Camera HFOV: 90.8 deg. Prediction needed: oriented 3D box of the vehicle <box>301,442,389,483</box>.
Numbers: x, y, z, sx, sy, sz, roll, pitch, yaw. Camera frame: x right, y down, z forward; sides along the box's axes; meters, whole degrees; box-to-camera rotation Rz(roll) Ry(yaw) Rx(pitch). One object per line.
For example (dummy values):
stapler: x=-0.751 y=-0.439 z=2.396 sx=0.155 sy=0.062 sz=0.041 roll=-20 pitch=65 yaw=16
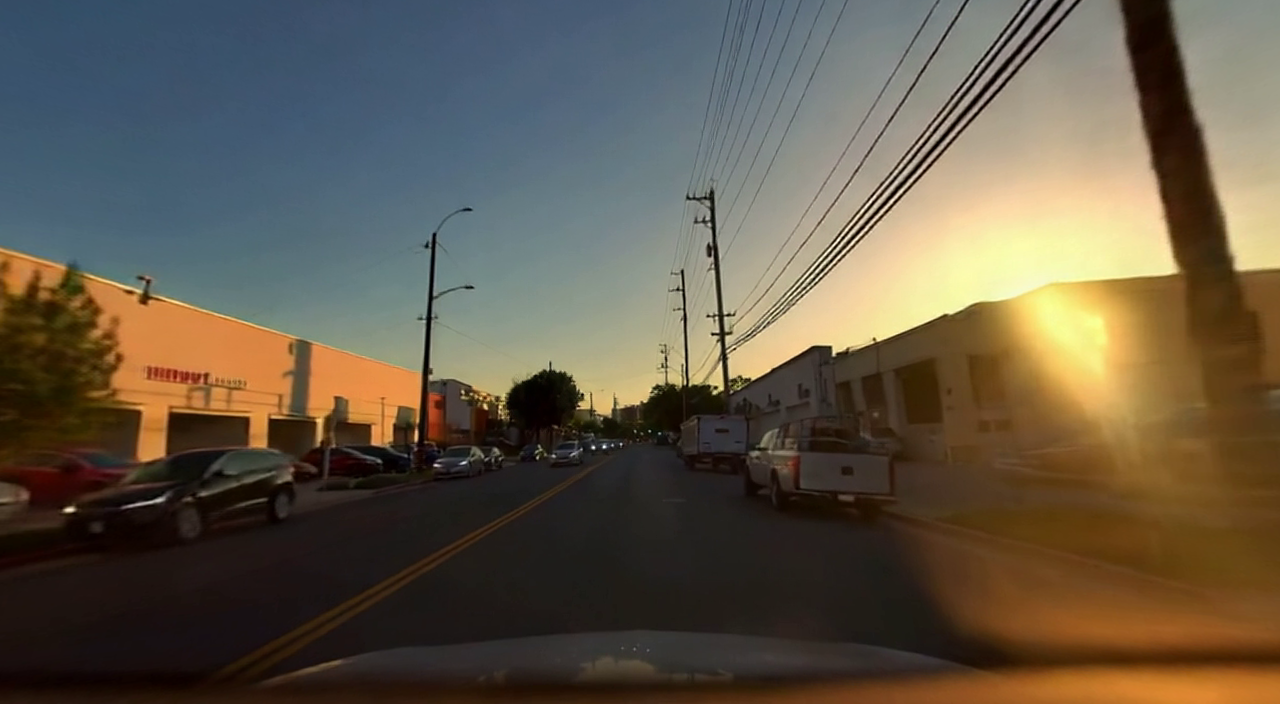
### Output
vehicle: x=-14.550 y=5.461 z=31.490 sx=2.001 sy=1.838 sz=4.855 roll=0 pitch=-9 yaw=0

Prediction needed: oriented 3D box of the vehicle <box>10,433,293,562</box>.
vehicle: x=-8.384 y=2.479 z=11.495 sx=1.921 sy=1.750 sz=4.208 roll=-4 pitch=-9 yaw=-2

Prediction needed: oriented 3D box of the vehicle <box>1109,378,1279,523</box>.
vehicle: x=9.275 y=1.320 z=8.699 sx=1.985 sy=1.858 sz=4.831 roll=-2 pitch=-8 yaw=2

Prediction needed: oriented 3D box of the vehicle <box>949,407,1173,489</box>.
vehicle: x=9.104 y=2.164 z=14.239 sx=1.851 sy=1.541 sz=4.336 roll=0 pitch=-9 yaw=-3

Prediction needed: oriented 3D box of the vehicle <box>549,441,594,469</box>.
vehicle: x=-4.013 y=6.126 z=37.648 sx=2.020 sy=1.528 sz=4.258 roll=-2 pitch=-9 yaw=2

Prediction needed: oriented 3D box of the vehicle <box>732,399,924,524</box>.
vehicle: x=3.522 y=2.272 z=13.490 sx=2.249 sy=2.026 sz=6.211 roll=0 pitch=-9 yaw=1

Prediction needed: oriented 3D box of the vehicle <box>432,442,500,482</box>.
vehicle: x=-8.337 y=5.285 z=30.667 sx=1.954 sy=1.622 sz=4.761 roll=-5 pitch=-9 yaw=-1

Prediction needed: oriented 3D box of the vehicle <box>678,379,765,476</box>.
vehicle: x=3.459 y=3.599 z=29.106 sx=2.874 sy=3.757 sz=8.612 roll=0 pitch=-9 yaw=0
